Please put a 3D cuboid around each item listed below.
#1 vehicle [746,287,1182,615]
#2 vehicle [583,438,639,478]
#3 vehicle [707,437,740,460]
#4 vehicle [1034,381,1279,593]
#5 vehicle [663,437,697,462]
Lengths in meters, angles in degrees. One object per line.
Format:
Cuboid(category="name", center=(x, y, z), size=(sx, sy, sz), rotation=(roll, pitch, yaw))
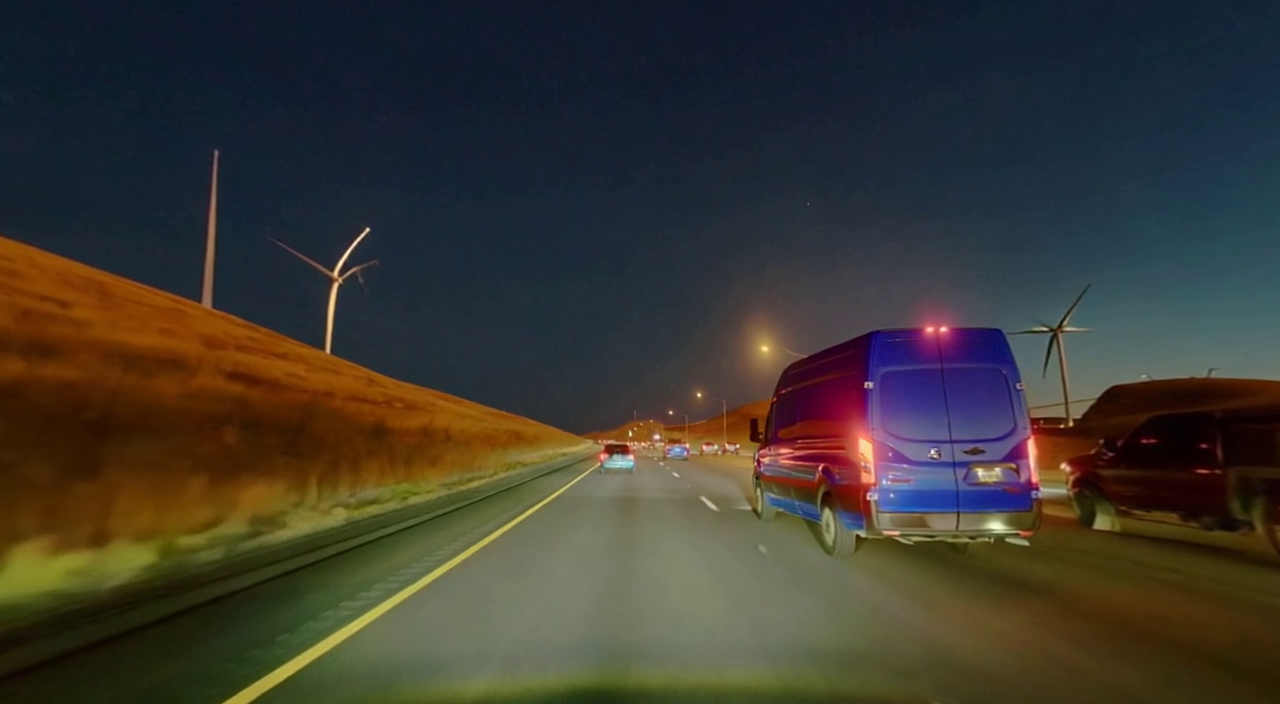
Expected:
Cuboid(category="vehicle", center=(3.045, 1.172, 7.977), size=(2.365, 2.630, 5.754), rotation=(0, -8, 0))
Cuboid(category="vehicle", center=(-1.106, 4.241, 25.561), size=(2.082, 1.445, 3.826), rotation=(0, -8, 0))
Cuboid(category="vehicle", center=(6.349, 7.379, 48.294), size=(1.864, 1.689, 4.206), rotation=(0, -8, -1))
Cuboid(category="vehicle", center=(6.623, 1.238, 5.890), size=(2.070, 1.833, 5.811), rotation=(0, -8, -1))
Cuboid(category="vehicle", center=(2.825, 6.988, 45.500), size=(2.108, 1.717, 3.996), rotation=(0, -8, -2))
